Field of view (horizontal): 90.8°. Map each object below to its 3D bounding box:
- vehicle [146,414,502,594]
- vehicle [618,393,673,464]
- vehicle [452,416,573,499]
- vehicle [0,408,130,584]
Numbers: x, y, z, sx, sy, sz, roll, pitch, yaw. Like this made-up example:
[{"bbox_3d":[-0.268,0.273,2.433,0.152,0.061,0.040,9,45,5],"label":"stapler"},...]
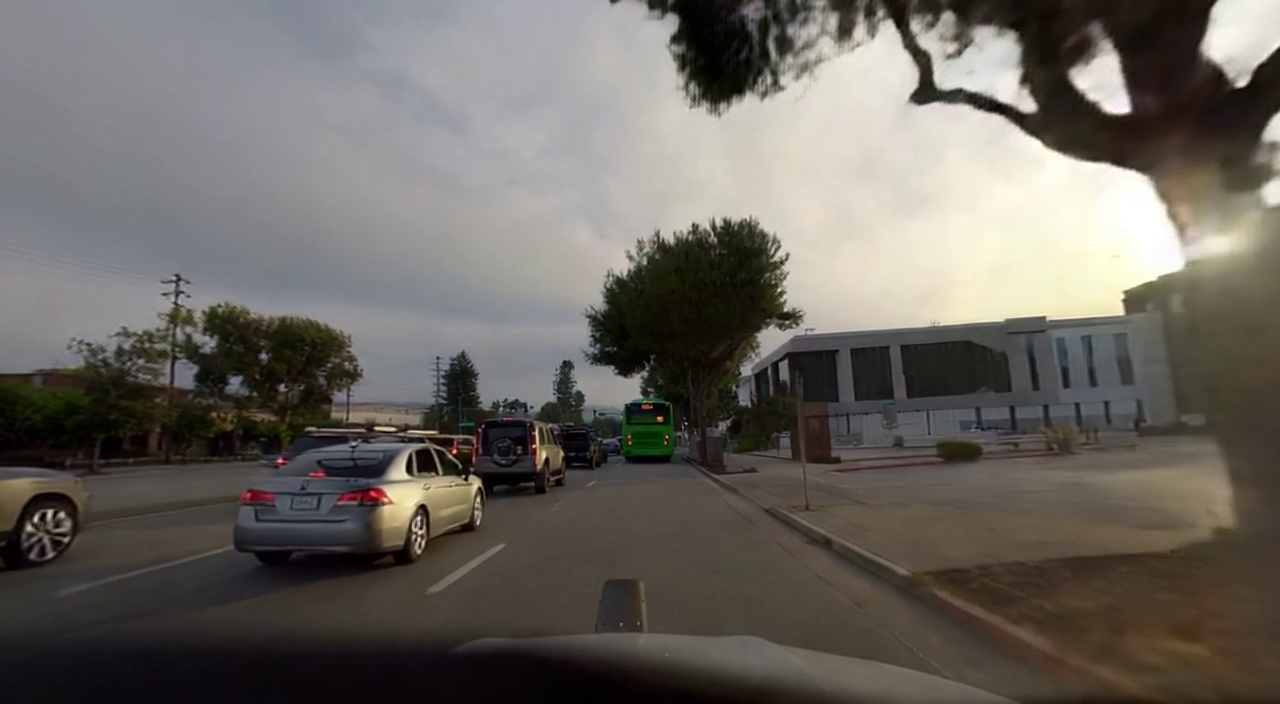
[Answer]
[{"bbox_3d":[-3.297,1.682,7.892,2.042,1.571,4.475,0,-9,1],"label":"vehicle"},{"bbox_3d":[0.391,5.064,40.600,2.970,3.857,12.200,0,-9,1],"label":"vehicle"},{"bbox_3d":[-3.195,2.798,17.089,2.095,1.892,5.043,0,-8,1],"label":"vehicle"},{"bbox_3d":[-7.332,1.284,5.341,2.252,1.686,4.447,0,-9,1],"label":"vehicle"}]
